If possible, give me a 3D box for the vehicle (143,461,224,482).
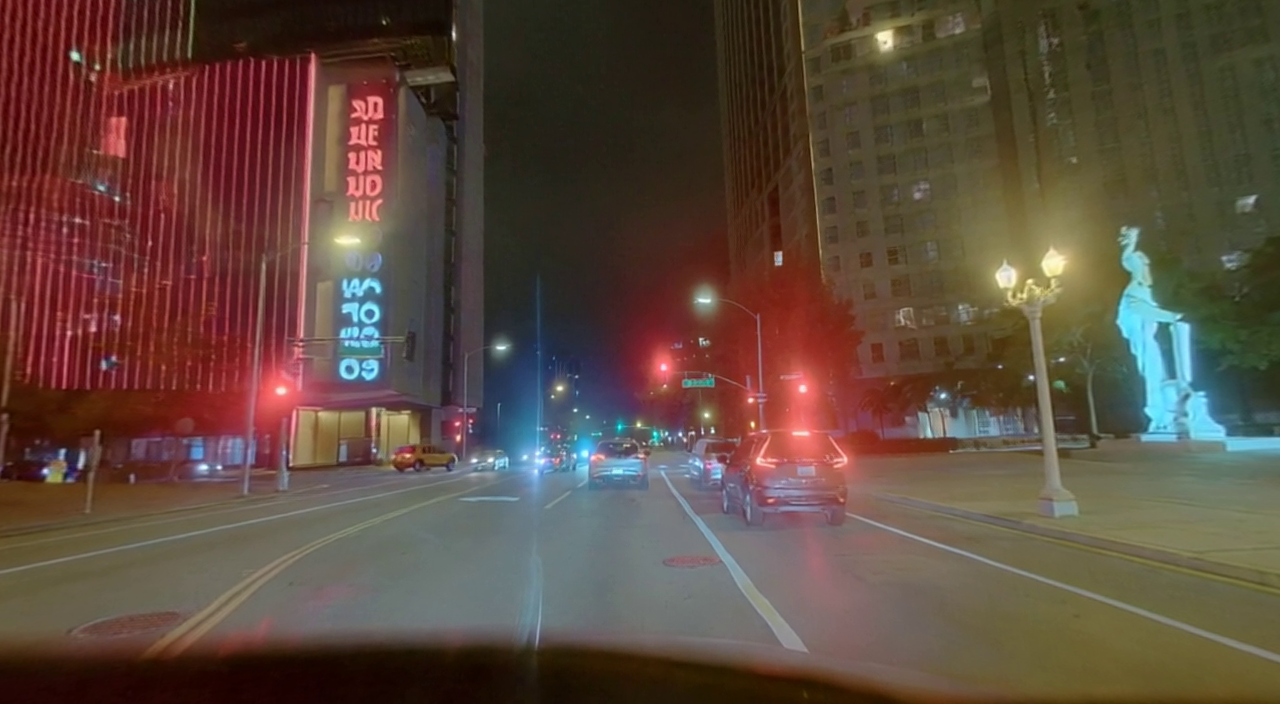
[{"bbox_3d":[-32.490,8.487,45.023,4.392,1.427,1.764,0,-9,0],"label":"vehicle"}]

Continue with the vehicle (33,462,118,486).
[{"bbox_3d":[-40.239,8.682,45.083,4.224,1.622,1.808,0,-9,0],"label":"vehicle"}]

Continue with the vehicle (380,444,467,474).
[{"bbox_3d":[-13.384,6.617,39.367,4.855,1.769,2.071,2,-9,-11],"label":"vehicle"}]

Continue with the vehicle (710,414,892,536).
[{"bbox_3d":[2.620,2.150,11.595,2.096,1.775,4.440,0,-9,-1],"label":"vehicle"}]

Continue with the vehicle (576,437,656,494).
[{"bbox_3d":[-0.639,3.305,18.734,2.096,1.492,4.071,0,-9,0],"label":"vehicle"}]

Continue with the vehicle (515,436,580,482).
[{"bbox_3d":[-3.592,4.249,25.395,2.045,1.633,4.864,0,-9,-2],"label":"vehicle"}]

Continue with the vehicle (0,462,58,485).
[{"bbox_3d":[-44.659,8.759,45.547,3.671,1.498,1.670,1,-9,3],"label":"vehicle"}]
